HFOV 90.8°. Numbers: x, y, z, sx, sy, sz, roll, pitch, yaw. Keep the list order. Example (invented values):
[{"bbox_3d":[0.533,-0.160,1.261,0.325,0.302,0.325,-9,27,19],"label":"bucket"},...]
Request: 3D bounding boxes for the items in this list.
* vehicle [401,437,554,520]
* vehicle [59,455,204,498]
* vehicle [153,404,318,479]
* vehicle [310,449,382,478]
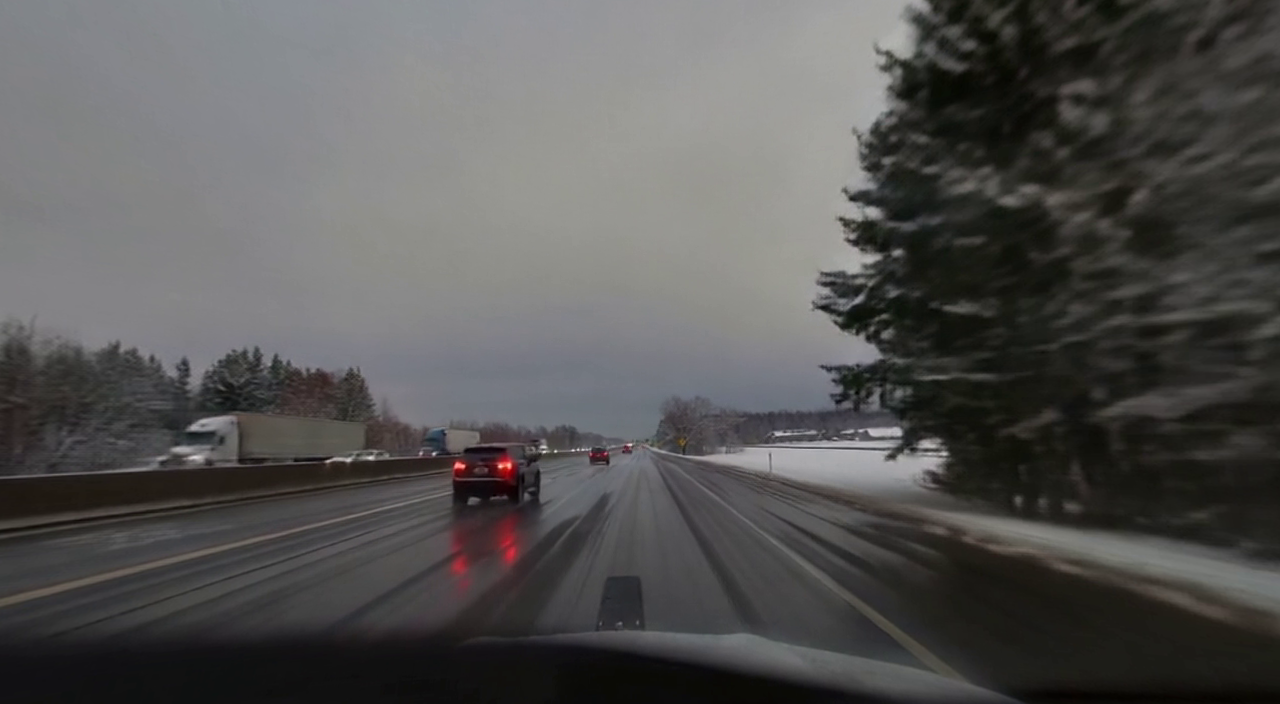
[{"bbox_3d":[-3.280,2.658,13.736,2.110,1.500,4.259,0,-9,1],"label":"vehicle"},{"bbox_3d":[-19.302,4.710,24.275,1.834,1.420,4.528,0,-9,-1],"label":"vehicle"},{"bbox_3d":[-23.415,5.405,37.561,3.037,3.822,10.142,0,-9,0],"label":"vehicle"},{"bbox_3d":[-15.443,5.839,33.367,1.836,1.395,4.120,0,-9,0],"label":"vehicle"}]
